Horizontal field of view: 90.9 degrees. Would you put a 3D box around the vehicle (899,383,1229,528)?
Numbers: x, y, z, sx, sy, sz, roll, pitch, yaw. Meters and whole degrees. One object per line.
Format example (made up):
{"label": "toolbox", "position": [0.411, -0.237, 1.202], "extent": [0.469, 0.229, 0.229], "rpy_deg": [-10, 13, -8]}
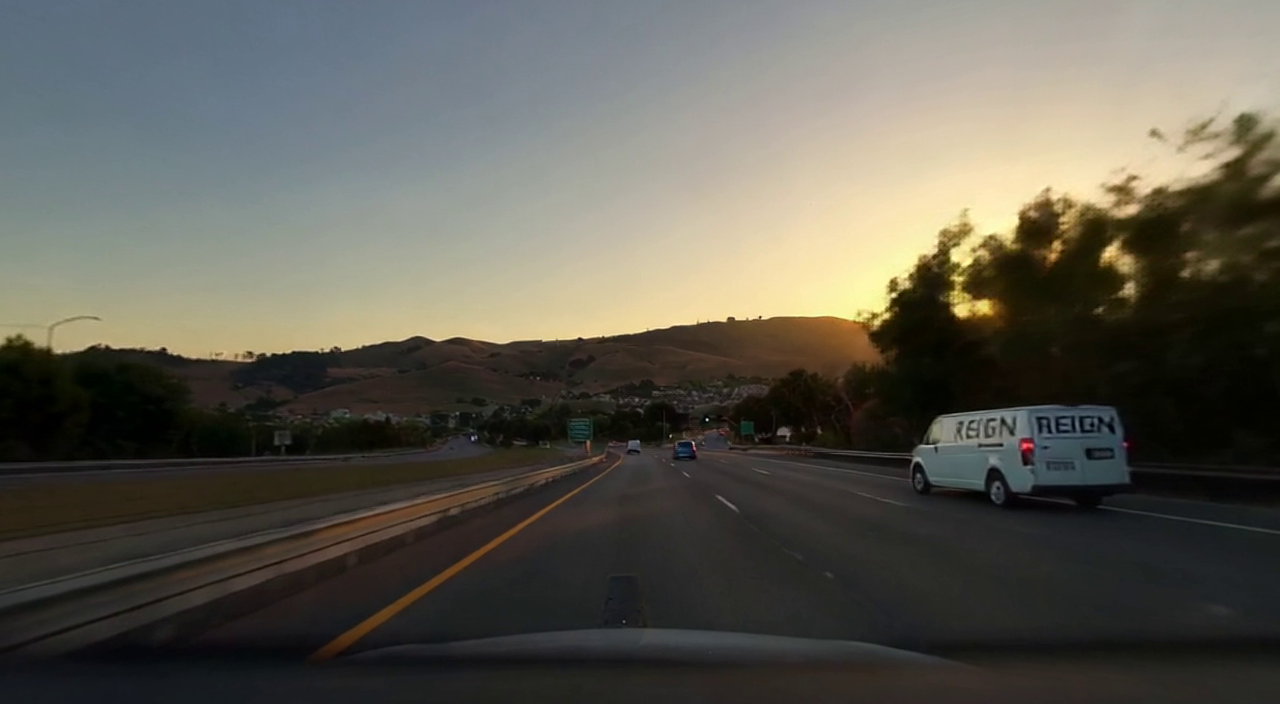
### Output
{"label": "vehicle", "position": [7.179, 1.873, 11.809], "extent": [2.275, 2.059, 5.543], "rpy_deg": [0, -8, 0]}
